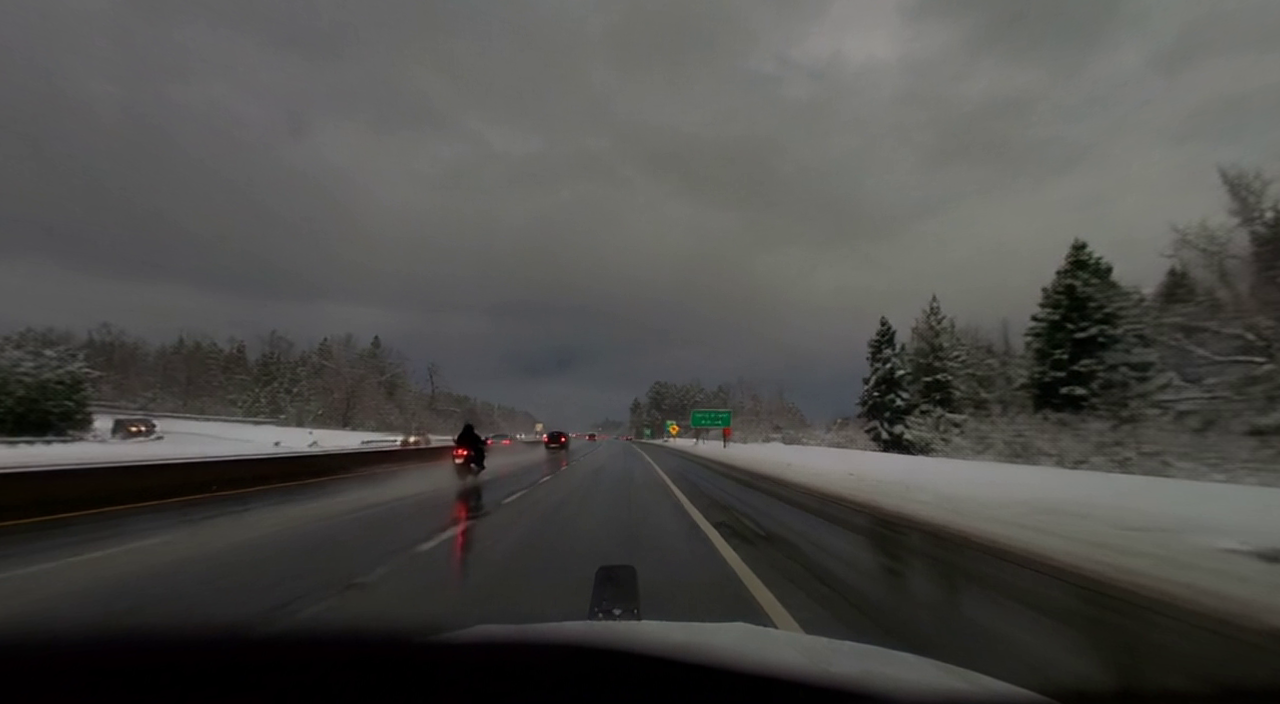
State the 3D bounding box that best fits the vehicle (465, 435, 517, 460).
[{"bbox_3d":[-8.862,5.713,37.962,2.053,1.409,4.704,0,-8,-1],"label":"vehicle"}]
